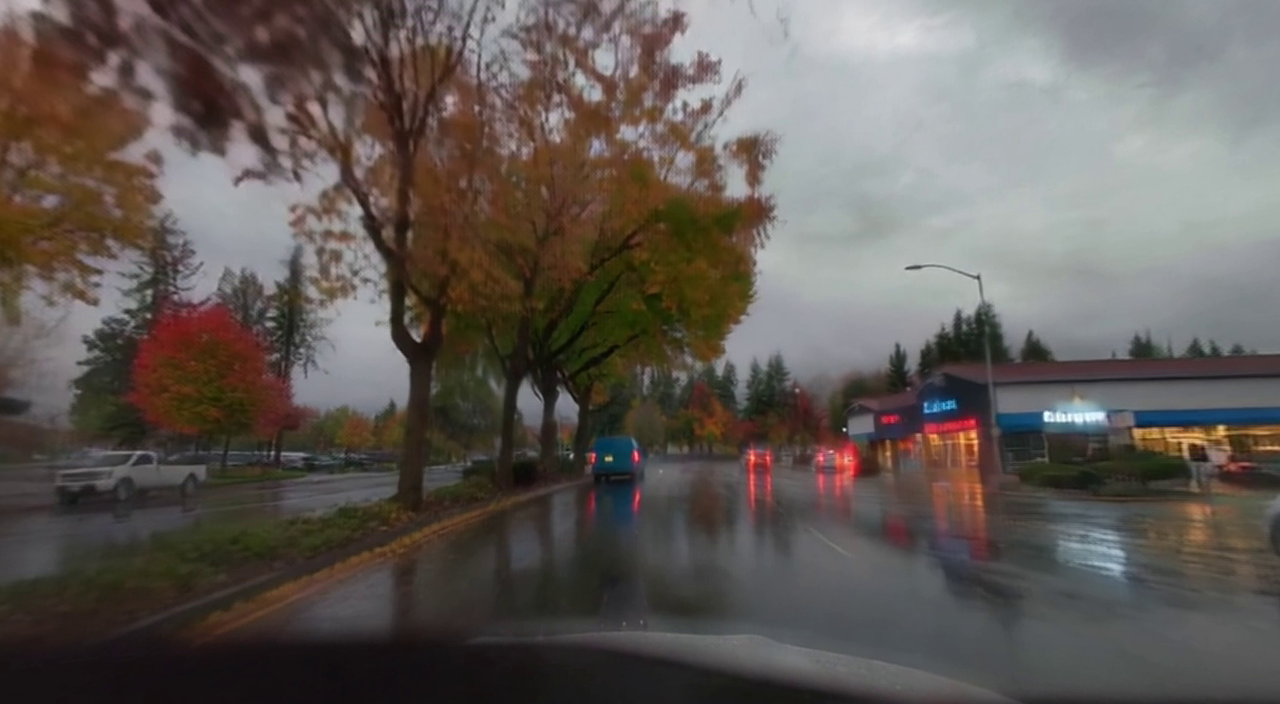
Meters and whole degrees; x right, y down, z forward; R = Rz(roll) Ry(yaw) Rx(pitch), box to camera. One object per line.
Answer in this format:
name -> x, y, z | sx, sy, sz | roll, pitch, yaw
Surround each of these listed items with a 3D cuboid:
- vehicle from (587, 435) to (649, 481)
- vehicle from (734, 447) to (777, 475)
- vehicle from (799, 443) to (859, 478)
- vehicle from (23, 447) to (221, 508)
vehicle -> -0.854, 4.693, 28.183 | 2.344, 1.863, 4.665 | 0, -8, 3
vehicle -> 6.532, 6.207, 36.082 | 1.886, 1.464, 4.290 | 0, -8, 3
vehicle -> 10.101, 5.788, 34.089 | 2.040, 1.738, 4.414 | 0, -8, 3
vehicle -> -17.581, 4.230, 21.913 | 1.914, 1.785, 5.408 | -1, -8, 6
